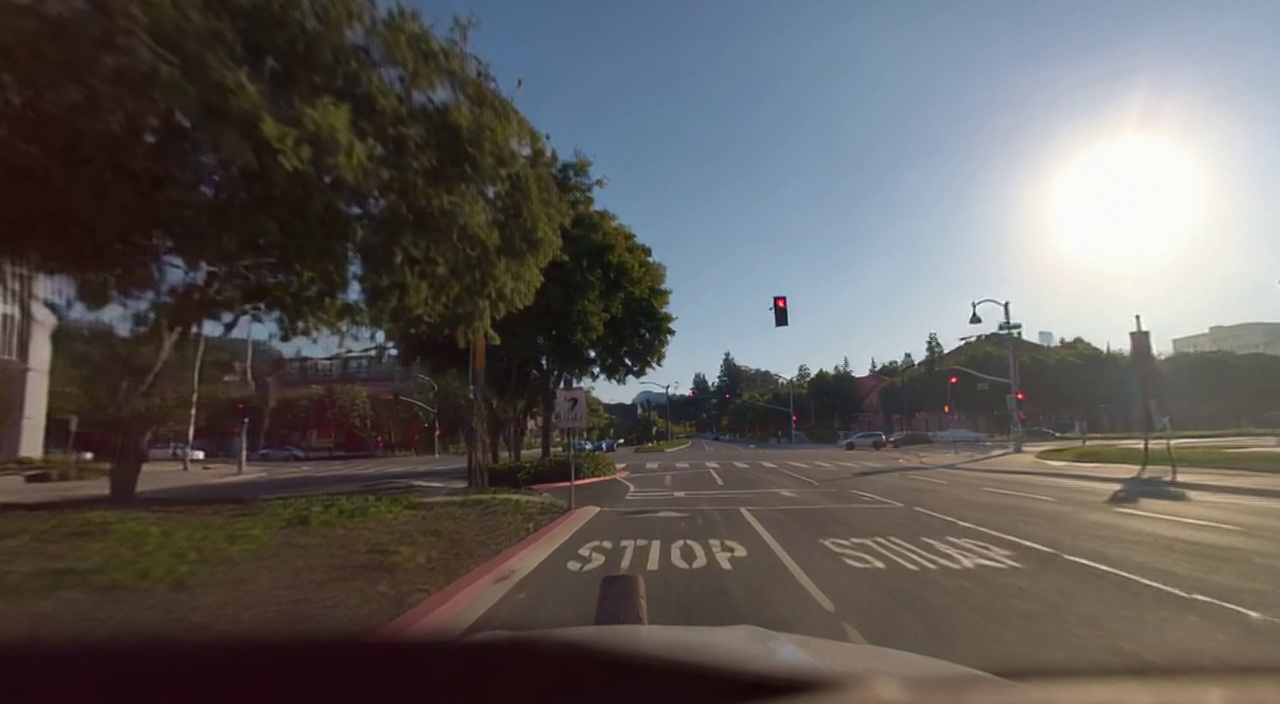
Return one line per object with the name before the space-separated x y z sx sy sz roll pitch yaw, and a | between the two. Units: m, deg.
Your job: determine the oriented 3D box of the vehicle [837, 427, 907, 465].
vehicle | 12.256 5.034 33.712 2.156 1.881 4.743 -1 -9 3
